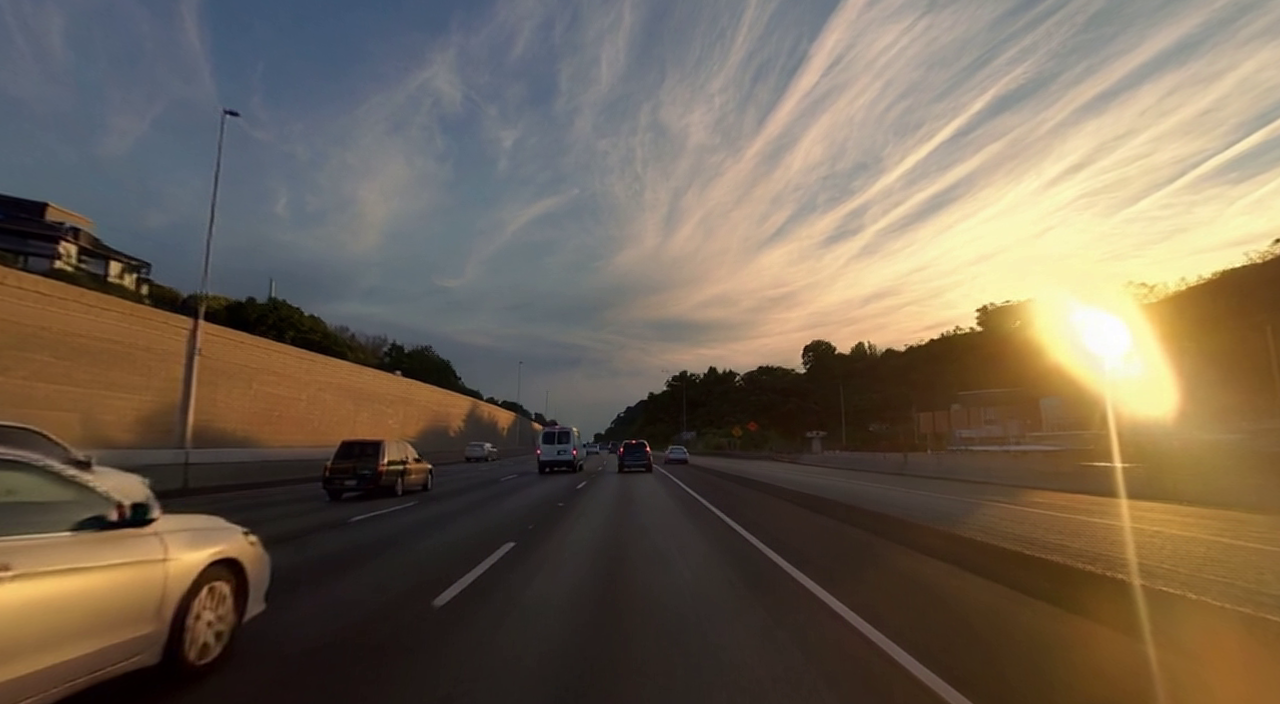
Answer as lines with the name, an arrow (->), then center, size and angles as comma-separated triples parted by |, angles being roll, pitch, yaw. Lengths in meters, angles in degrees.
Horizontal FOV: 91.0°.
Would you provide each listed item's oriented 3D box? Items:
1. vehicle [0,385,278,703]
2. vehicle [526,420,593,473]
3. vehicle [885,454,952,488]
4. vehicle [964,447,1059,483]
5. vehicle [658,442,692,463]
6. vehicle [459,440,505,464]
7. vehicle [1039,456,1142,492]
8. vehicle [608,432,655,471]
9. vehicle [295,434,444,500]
vehicle -> -3.287, 0.808, 1.797 | 1.963, 1.507, 4.172 | 0, -9, 1
vehicle -> -3.749, 4.592, 30.620 | 2.504, 2.276, 5.933 | 0, -9, 0
vehicle -> 14.142, 6.037, 32.168 | 1.810, 1.391, 3.473 | 4, -8, 0
vehicle -> 20.985, 6.378, 35.909 | 2.083, 1.873, 5.209 | 0, -9, -1
vehicle -> 2.557, 7.512, 47.072 | 2.127, 1.513, 4.501 | 0, -9, -2
vehicle -> -10.912, 6.957, 43.835 | 2.014, 1.549, 4.957 | 0, -9, -1
vehicle -> 21.061, 5.686, 29.629 | 1.789, 1.531, 3.983 | 0, -9, -2
vehicle -> -0.429, 5.015, 31.694 | 2.207, 1.807, 4.199 | 0, -9, 0
vehicle -> -6.933, 2.988, 16.794 | 1.959, 1.493, 4.575 | 0, -9, 0
